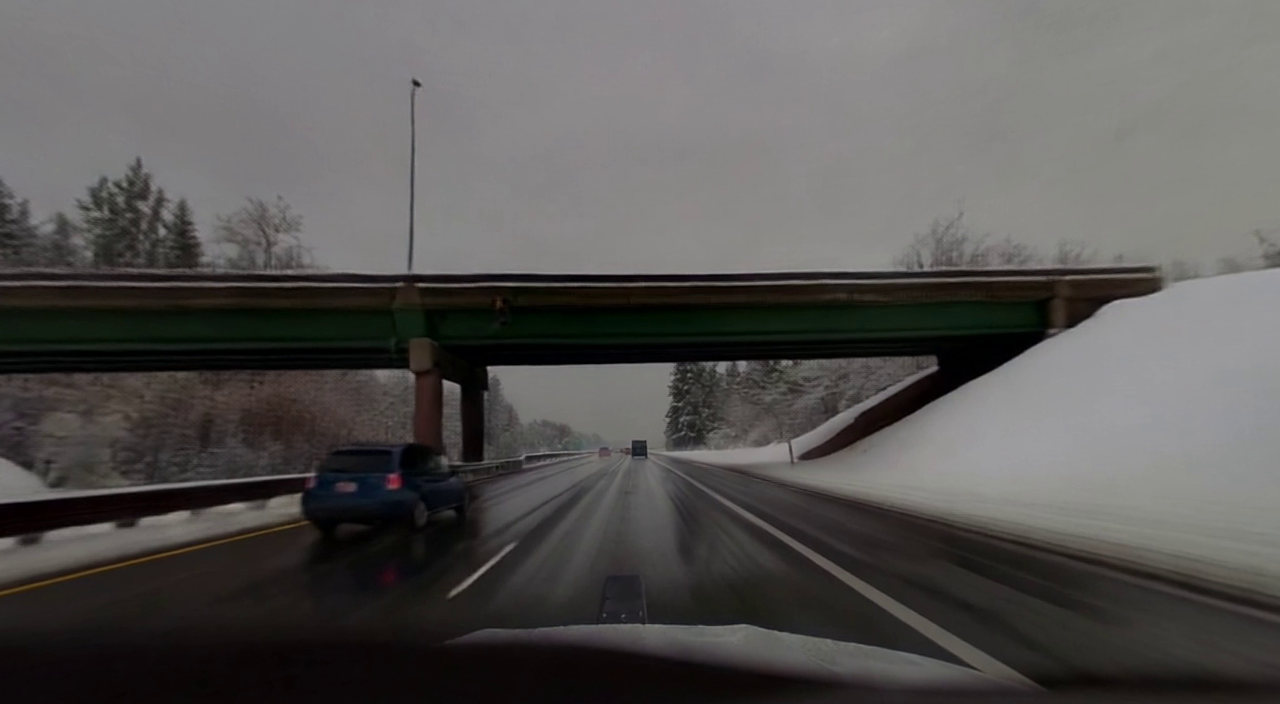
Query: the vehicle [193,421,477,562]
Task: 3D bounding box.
[{"bbox_3d":[-4.171,1.974,9.715,2.076,1.637,4.526,0,-8,0],"label":"vehicle"}]
